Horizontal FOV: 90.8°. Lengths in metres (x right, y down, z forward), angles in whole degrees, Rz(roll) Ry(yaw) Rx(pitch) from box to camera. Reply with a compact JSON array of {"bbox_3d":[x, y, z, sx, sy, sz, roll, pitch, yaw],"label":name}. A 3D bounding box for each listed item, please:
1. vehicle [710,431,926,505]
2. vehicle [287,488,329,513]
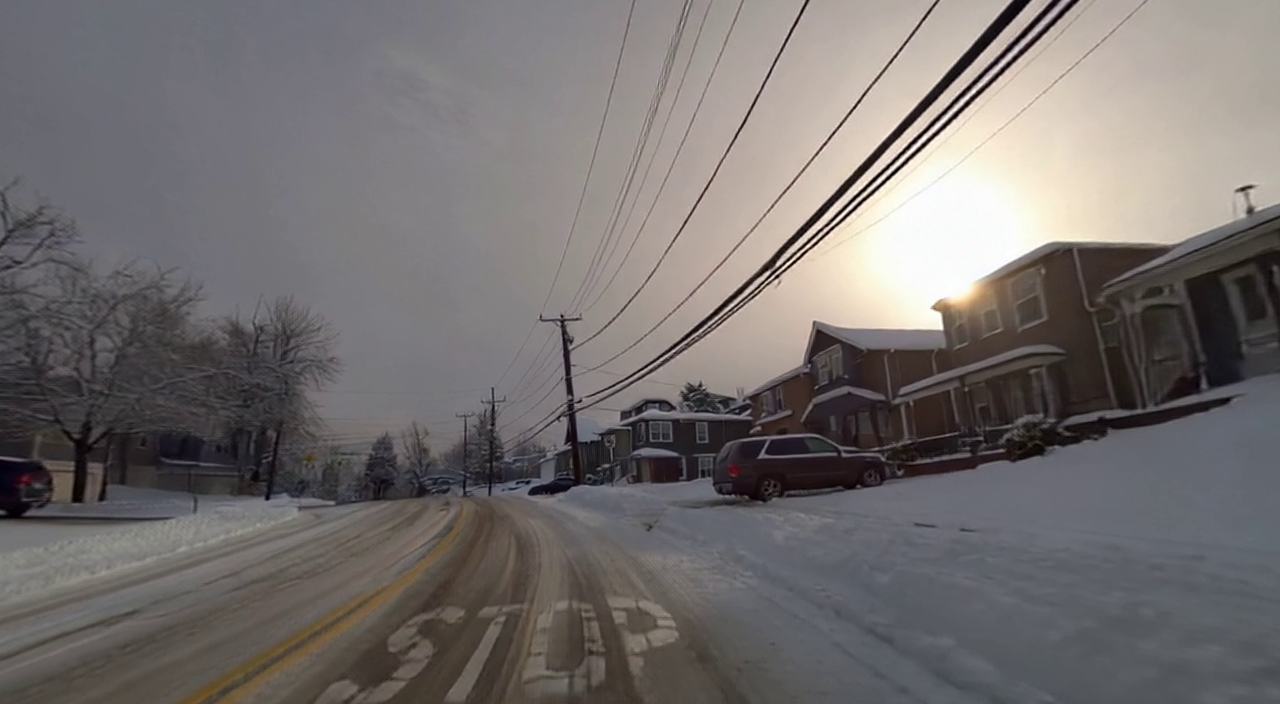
[{"bbox_3d":[5.135,3.358,18.617,5.578,1.842,2.300,0,-9,-12],"label":"vehicle"},{"bbox_3d":[-25.036,11.156,47.542,1.994,1.515,4.385,6,-11,-37],"label":"vehicle"}]
